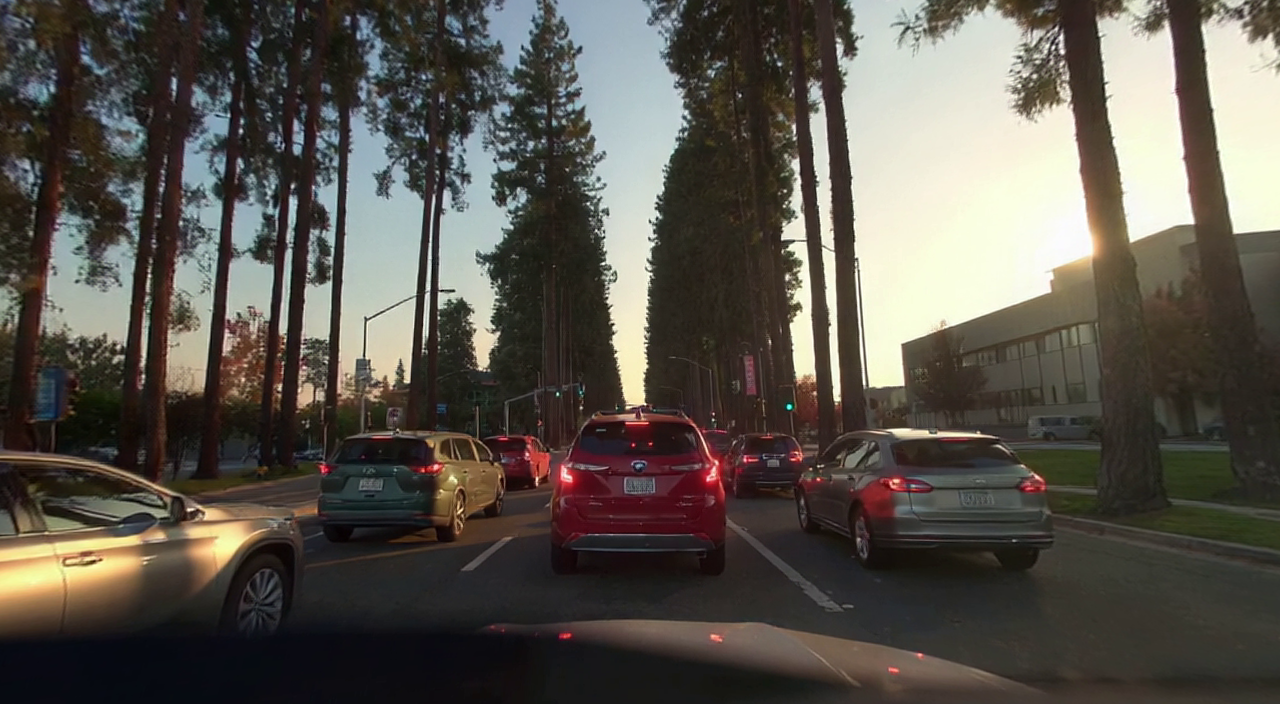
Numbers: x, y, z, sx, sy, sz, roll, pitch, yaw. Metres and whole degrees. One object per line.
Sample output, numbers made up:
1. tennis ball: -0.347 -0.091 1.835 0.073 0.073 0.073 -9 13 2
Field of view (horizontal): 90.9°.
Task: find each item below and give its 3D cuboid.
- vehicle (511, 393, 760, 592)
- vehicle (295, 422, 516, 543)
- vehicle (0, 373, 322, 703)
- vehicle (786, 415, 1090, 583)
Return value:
1. vehicle: -0.009 1.535 7.653 2.193 1.744 4.033 0 -8 1
2. vehicle: -3.657 2.110 10.856 2.042 1.641 4.314 0 -8 1
3. vehicle: -3.788 0.992 3.285 1.929 1.641 4.193 0 -8 2
4. vehicle: 3.259 1.668 7.862 1.922 1.579 3.642 0 -8 -1
